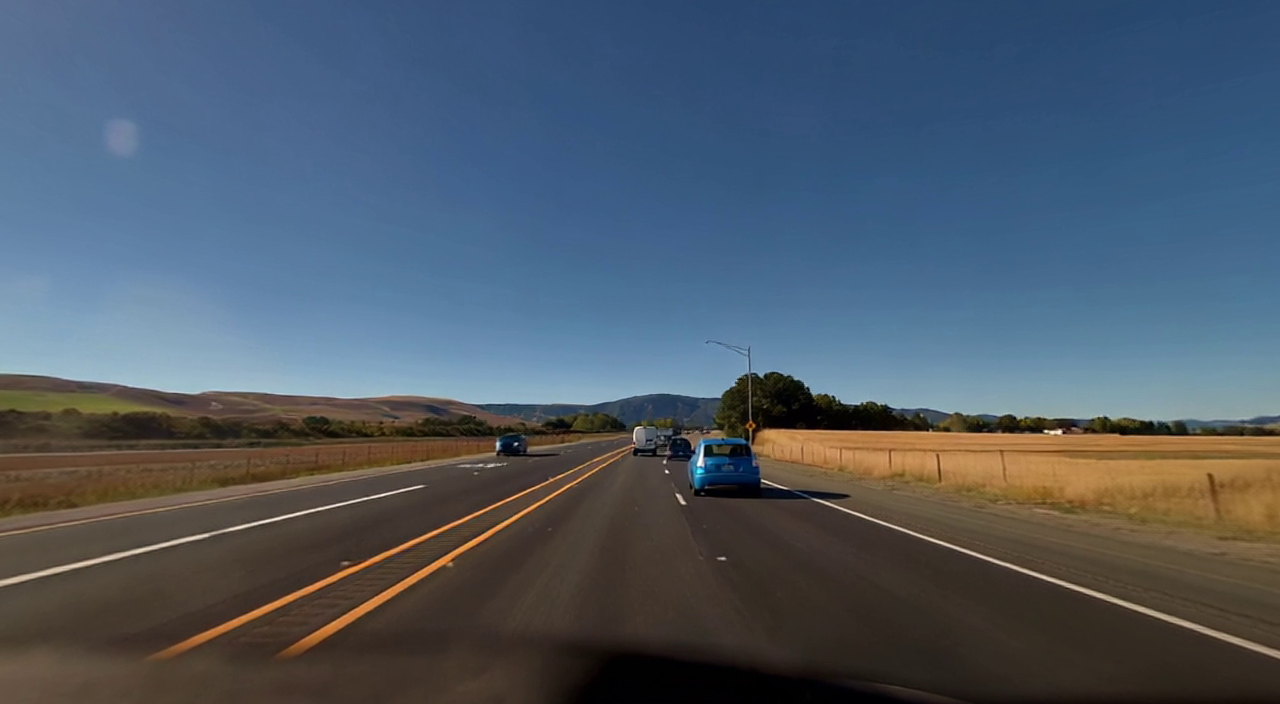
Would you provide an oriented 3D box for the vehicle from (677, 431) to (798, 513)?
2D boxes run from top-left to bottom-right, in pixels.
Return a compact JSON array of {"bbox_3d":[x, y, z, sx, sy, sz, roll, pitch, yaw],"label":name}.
[{"bbox_3d":[1.977,2.587,14.067,2.007,1.534,3.976,0,-8,-1],"label":"vehicle"}]

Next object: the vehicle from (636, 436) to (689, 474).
[{"bbox_3d":[0.885,4.463,27.544,2.026,1.531,4.273,0,-8,-2],"label":"vehicle"}]

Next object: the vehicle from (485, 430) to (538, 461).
[{"bbox_3d":[-7.673,5.662,38.107,2.070,1.744,4.472,0,-8,2],"label":"vehicle"}]
